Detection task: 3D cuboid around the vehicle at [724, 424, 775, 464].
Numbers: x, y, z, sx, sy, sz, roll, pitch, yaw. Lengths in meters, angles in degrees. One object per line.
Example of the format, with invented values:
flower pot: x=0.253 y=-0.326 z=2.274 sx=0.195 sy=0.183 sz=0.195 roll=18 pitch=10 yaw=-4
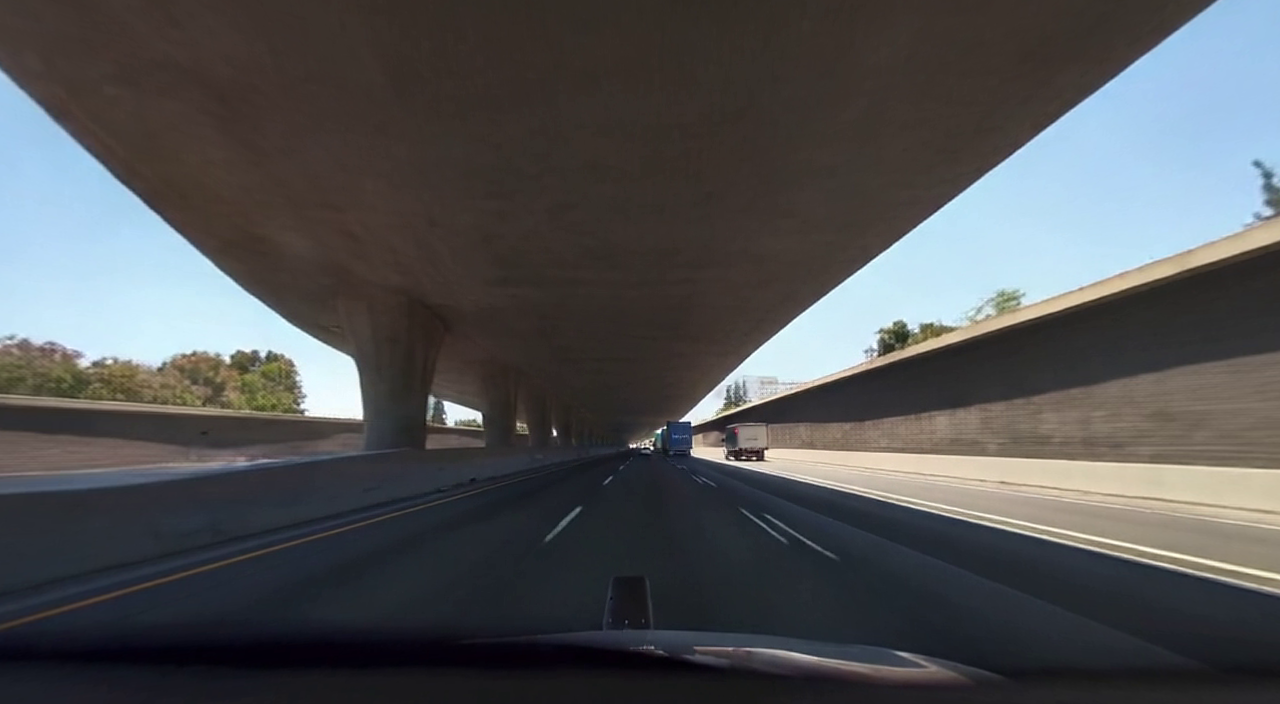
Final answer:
vehicle: x=8.089 y=6.865 z=47.147 sx=2.474 sy=2.730 sz=7.349 roll=0 pitch=-8 yaw=0
